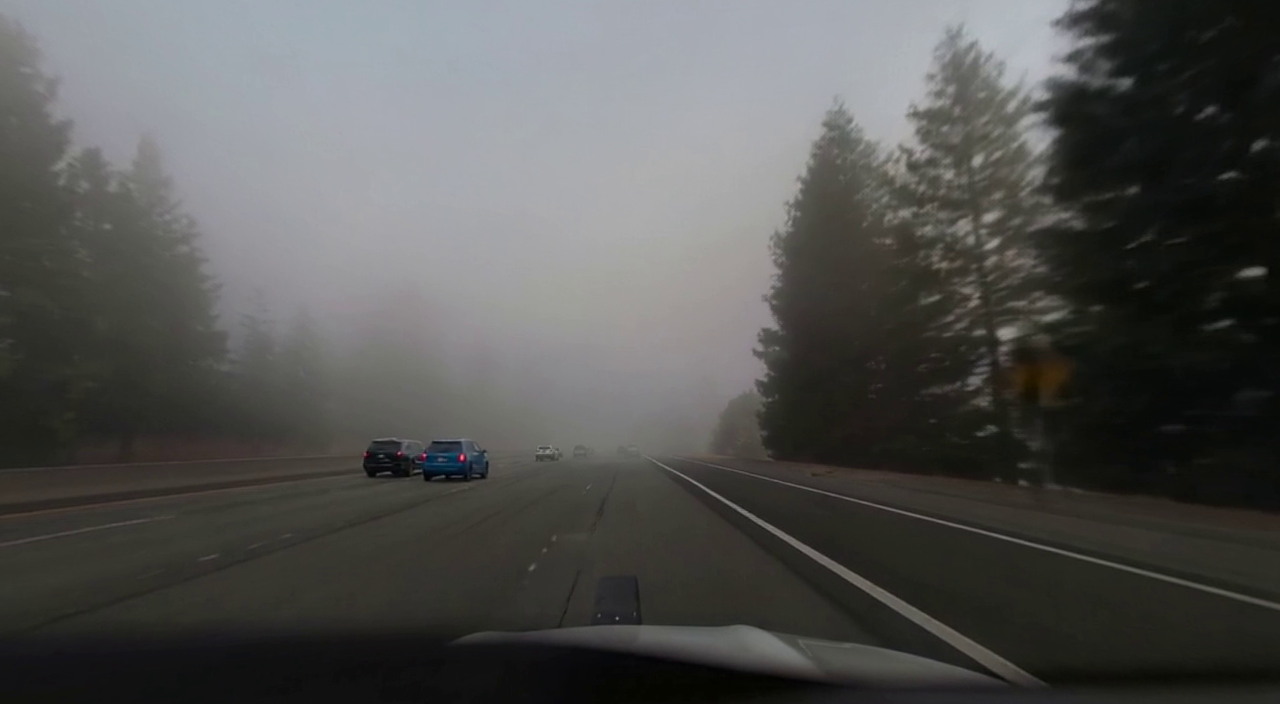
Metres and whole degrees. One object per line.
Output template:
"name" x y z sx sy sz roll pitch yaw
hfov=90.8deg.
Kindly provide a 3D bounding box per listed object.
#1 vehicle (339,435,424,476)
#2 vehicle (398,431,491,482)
"vehicle" -11.631 4.683 28.754 2.016 1.711 4.365 0 -9 -1
"vehicle" -7.340 3.989 24.290 2.146 1.766 4.502 0 -9 -1
